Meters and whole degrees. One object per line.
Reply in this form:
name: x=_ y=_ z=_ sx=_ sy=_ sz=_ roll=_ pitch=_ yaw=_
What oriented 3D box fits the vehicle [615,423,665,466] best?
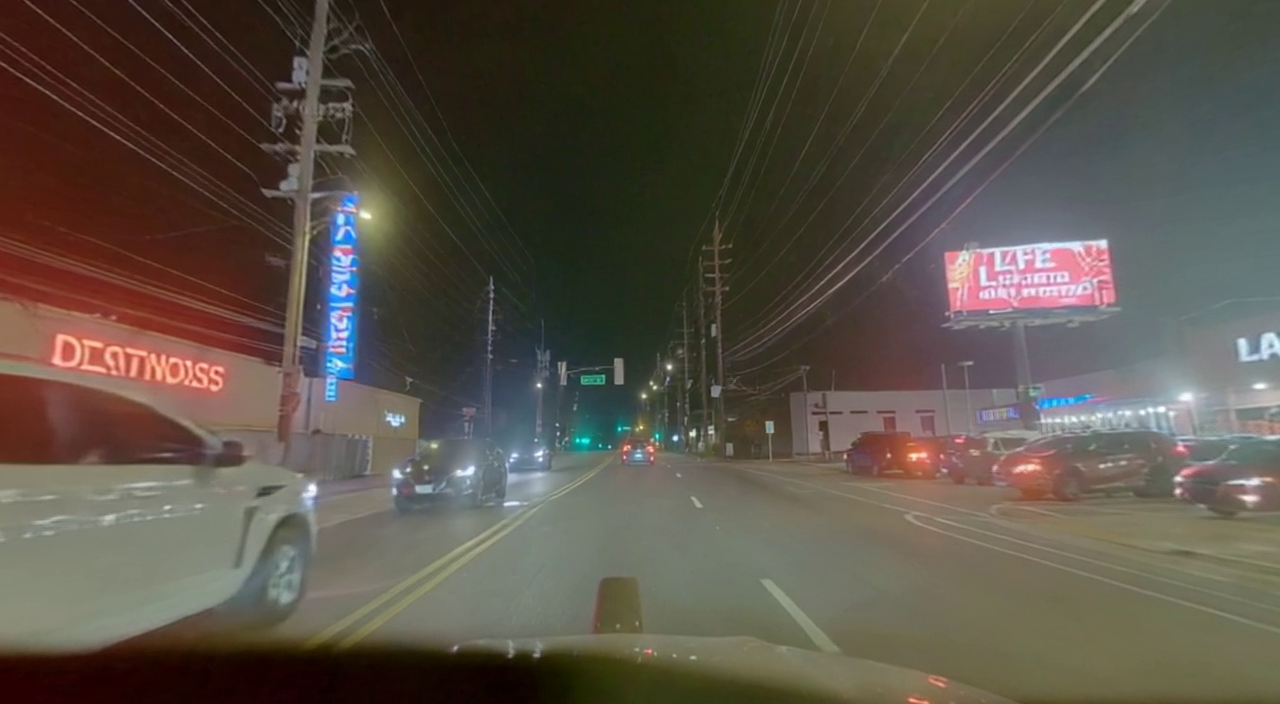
vehicle: x=0.034 y=5.428 z=37.046 sx=2.683 sy=2.295 sz=6.404 roll=0 pitch=-9 yaw=0

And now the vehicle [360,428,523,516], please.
vehicle: x=-4.103 y=2.573 z=14.070 sx=2.033 sy=1.572 sz=4.939 roll=0 pitch=-9 yaw=0

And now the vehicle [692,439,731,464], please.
vehicle: x=4.434 y=6.250 z=39.710 sx=1.926 sy=1.482 sz=4.442 roll=0 pitch=-9 yaw=0

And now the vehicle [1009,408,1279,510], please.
vehicle: x=10.722 y=2.145 z=12.948 sx=4.937 sy=1.827 sz=2.042 roll=-1 pitch=-8 yaw=0

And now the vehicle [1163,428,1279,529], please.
vehicle: x=11.467 y=1.985 z=10.221 sx=4.238 sy=1.464 sz=1.862 roll=-1 pitch=-9 yaw=2

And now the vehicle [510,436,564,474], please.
vehicle: x=-4.656 y=4.717 z=29.054 sx=1.875 sy=1.595 sz=3.901 roll=0 pitch=-9 yaw=-1

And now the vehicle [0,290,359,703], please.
vehicle: x=-3.708 y=0.798 z=3.038 sx=2.277 sy=1.904 sz=5.583 roll=0 pitch=-9 yaw=-2
